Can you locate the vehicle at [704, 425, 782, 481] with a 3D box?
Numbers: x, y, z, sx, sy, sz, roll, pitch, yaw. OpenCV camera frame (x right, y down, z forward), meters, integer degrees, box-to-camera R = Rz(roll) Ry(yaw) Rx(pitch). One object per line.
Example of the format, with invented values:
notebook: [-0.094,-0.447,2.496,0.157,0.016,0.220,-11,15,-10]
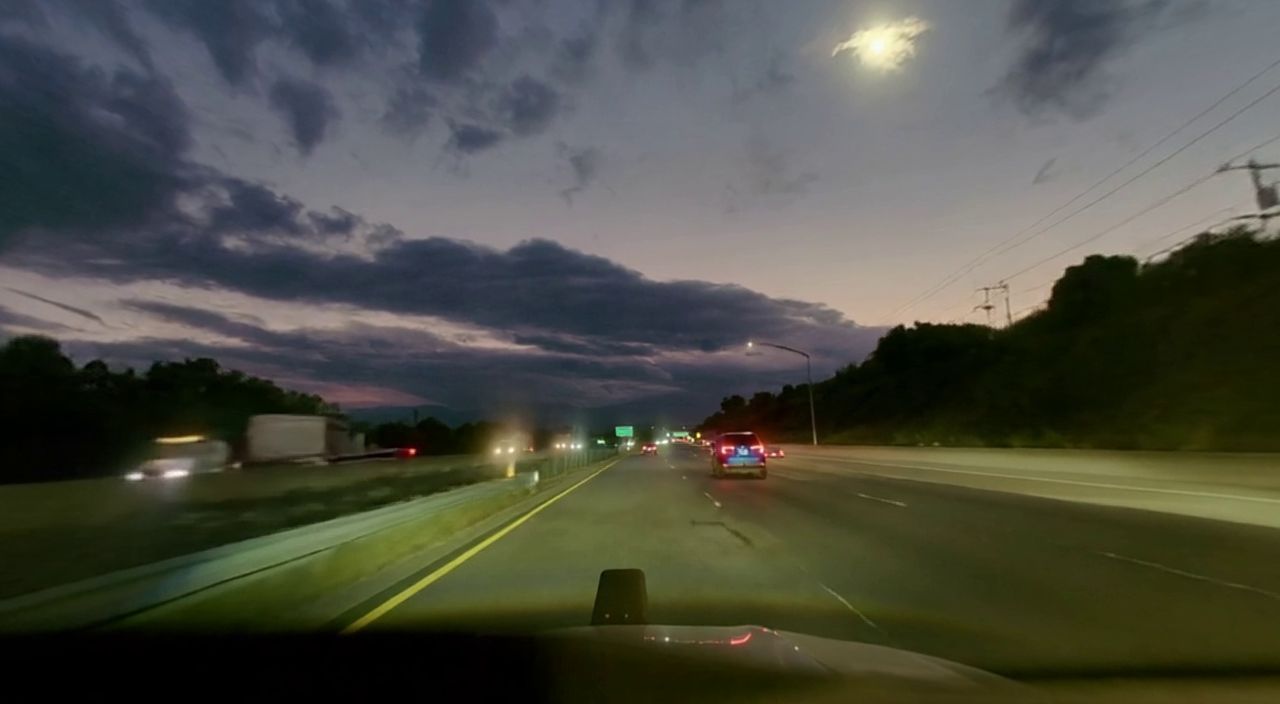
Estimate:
vehicle: [3.697,3.722,23.444,2.120,1.832,4.287,0,-8,-1]

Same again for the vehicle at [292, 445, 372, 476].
vehicle: [-16.743,5.888,34.573,2.251,1.579,4.262,0,-8,0]

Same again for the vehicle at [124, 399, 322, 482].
vehicle: [-20.288,4.491,31.885,3.294,3.481,9.753,0,-8,0]
